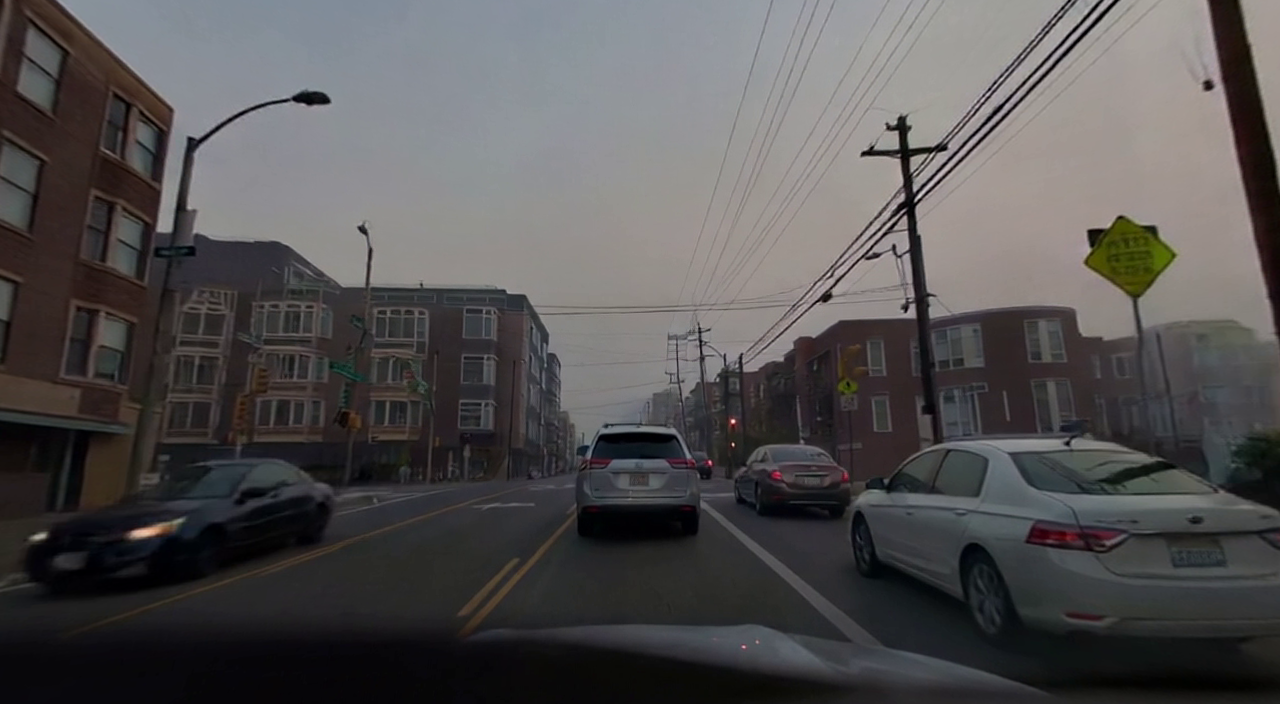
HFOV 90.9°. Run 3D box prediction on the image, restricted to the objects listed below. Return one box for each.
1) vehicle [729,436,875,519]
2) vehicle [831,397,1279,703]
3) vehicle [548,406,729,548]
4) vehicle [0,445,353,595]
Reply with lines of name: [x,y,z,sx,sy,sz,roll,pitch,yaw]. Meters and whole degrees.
vehicle: [3.178,2.545,13.356,1.970,1.452,4.227,0,-8,0]
vehicle: [3.203,1.317,5.270,1.906,1.578,4.020,0,-8,-1]
vehicle: [-0.064,1.845,9.895,2.232,1.736,4.036,0,-8,-1]
vehicle: [-6.034,2.085,8.788,2.014,1.538,4.275,0,-8,1]
